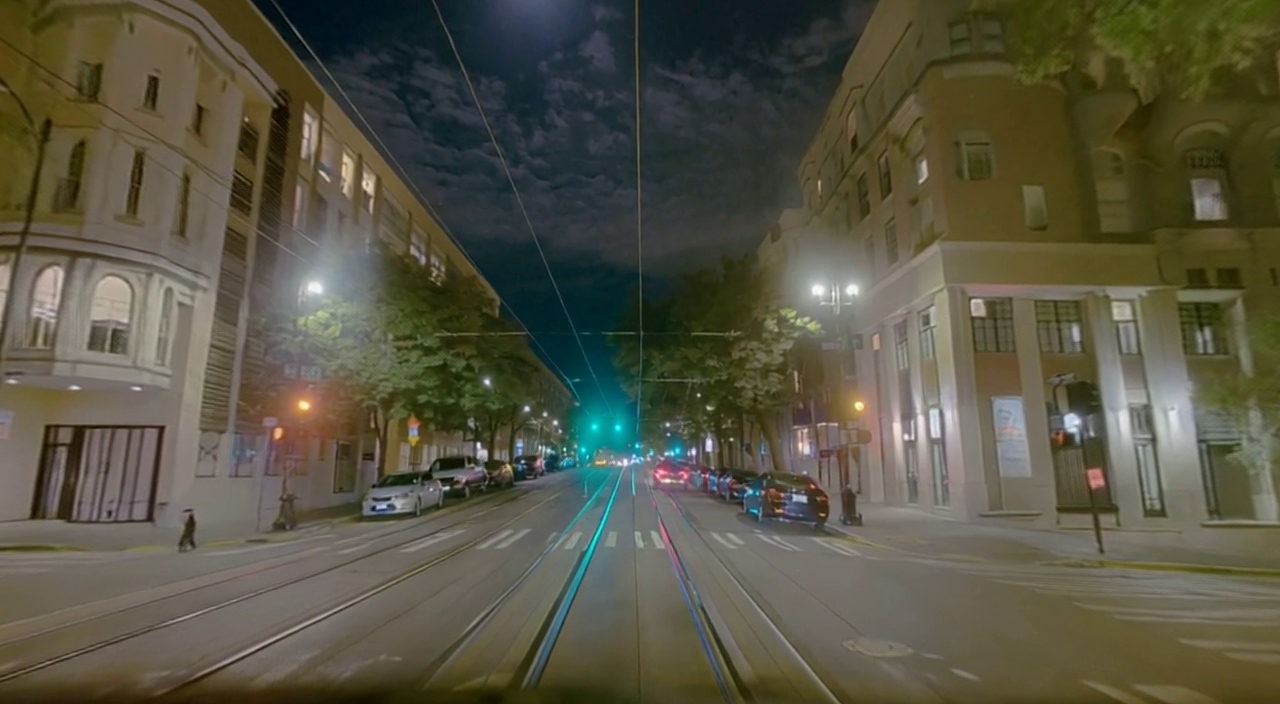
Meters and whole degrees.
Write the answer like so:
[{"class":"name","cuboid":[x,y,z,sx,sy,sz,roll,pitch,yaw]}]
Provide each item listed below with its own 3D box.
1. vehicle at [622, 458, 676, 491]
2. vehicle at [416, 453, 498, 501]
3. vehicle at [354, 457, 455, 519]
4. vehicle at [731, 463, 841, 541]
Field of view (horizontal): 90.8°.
[{"class":"vehicle","cuboid":[0.410,6.427,33.444,1.984,1.571,3.404,2,-9,-15]},{"class":"vehicle","cuboid":[-7.420,5.223,26.117,1.861,1.751,4.550,1,-13,2]},{"class":"vehicle","cuboid":[-7.421,4.463,20.335,1.779,1.588,3.953,2,-17,-2]},{"class":"vehicle","cuboid":[3.844,4.019,17.482,1.929,1.723,4.134,0,-8,-2]}]
